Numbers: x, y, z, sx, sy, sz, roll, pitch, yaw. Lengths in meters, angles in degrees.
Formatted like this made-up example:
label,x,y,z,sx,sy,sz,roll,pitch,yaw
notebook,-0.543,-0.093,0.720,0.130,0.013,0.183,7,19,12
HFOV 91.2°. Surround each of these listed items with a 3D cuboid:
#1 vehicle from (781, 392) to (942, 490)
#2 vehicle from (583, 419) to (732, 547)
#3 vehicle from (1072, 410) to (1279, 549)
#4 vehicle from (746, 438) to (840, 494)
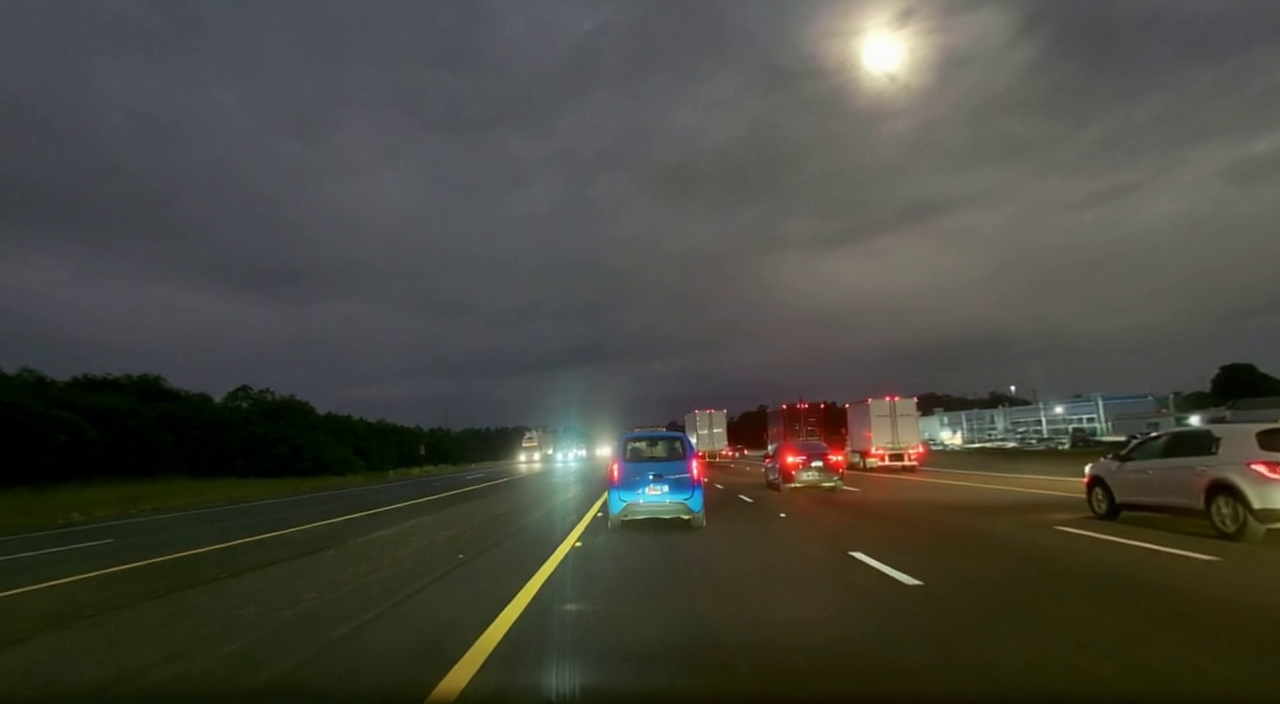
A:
label,x,y,z,sx,sy,sz,roll,pitch,yaw
vehicle,8.526,3.736,26.094,2.799,3.188,10.578,-1,-9,0
vehicle,0.232,1.992,10.058,1.965,1.664,3.428,-1,-9,0
vehicle,8.690,1.741,8.955,1.913,1.652,4.384,-1,-9,1
vehicle,4.476,3.382,18.930,1.859,1.512,3.711,0,-9,0
